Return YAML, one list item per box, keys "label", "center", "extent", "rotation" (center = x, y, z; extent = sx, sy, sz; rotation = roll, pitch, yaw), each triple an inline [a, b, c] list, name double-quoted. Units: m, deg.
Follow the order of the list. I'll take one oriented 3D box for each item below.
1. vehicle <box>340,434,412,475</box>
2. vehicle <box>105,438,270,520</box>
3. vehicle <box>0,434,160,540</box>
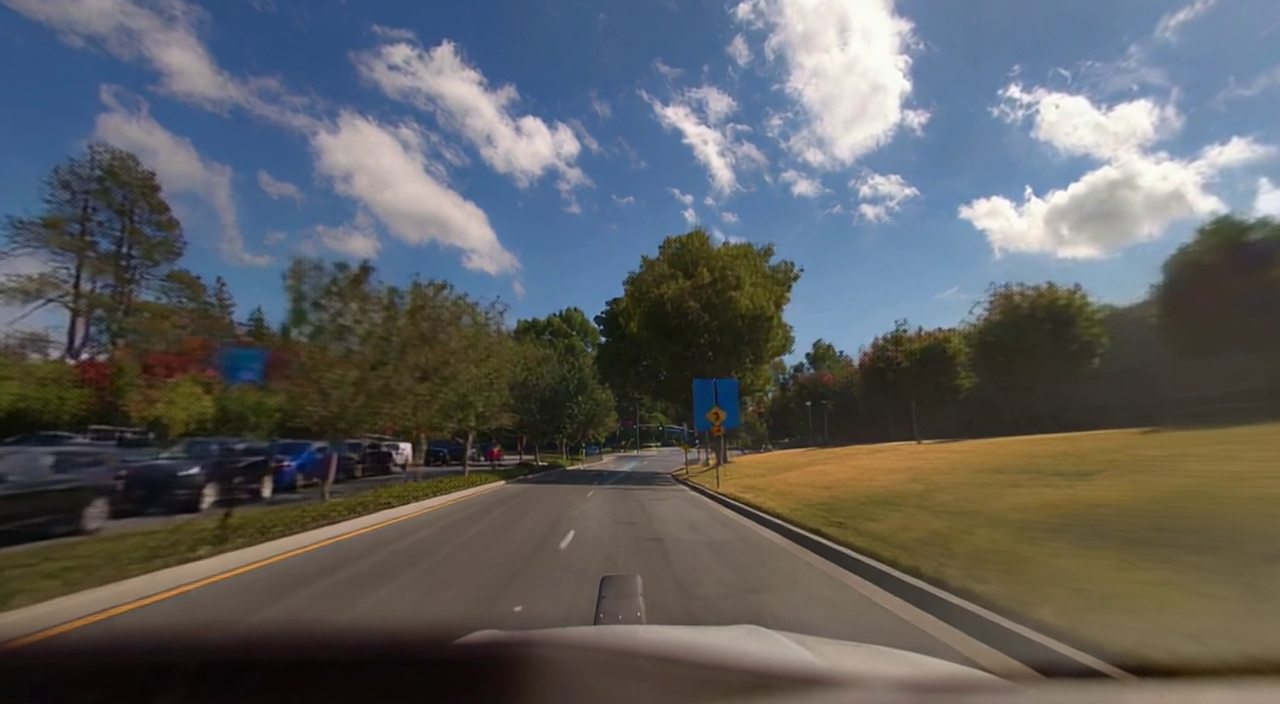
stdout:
- label: "vehicle"
  center: [-18.207, 7.136, 43.795]
  extent: [2.327, 2.595, 6.045]
  rotation: [-1, -9, 1]
- label: "vehicle"
  center: [-13.077, 3.662, 18.678]
  extent: [1.977, 1.992, 5.117]
  rotation: [0, -9, -12]
- label: "vehicle"
  center: [-11.837, 2.638, 12.682]
  extent: [1.760, 1.764, 4.263]
  rotation: [0, -9, -14]
